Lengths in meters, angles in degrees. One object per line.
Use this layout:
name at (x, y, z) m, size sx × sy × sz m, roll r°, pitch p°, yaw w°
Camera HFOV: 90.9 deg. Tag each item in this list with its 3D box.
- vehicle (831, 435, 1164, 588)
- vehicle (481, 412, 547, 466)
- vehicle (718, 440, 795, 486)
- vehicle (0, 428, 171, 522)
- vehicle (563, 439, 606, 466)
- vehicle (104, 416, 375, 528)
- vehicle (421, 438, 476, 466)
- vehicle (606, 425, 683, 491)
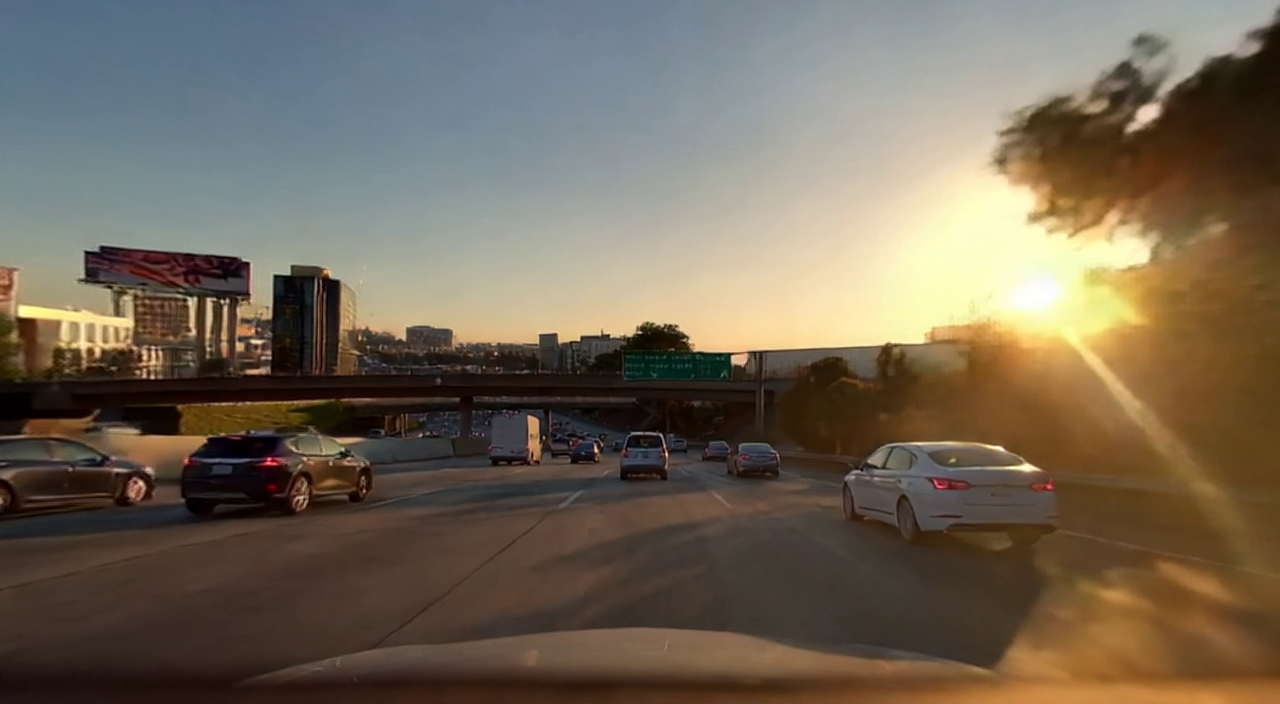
vehicle at (4.280, 1.912, 8.644) m, size 1.915 × 1.482 × 4.537 m, roll 1°, pitch -8°, yaw 0°
vehicle at (-7.168, 5.082, 36.876) m, size 2.358 × 2.817 × 7.055 m, roll 1°, pitch -8°, yaw 0°
vehicle at (4.193, 4.047, 23.481) m, size 1.942 × 1.487 × 4.518 m, roll 1°, pitch -8°, yaw -1°
vehicle at (-10.834, 2.034, 10.835) m, size 1.970 × 1.441 × 4.555 m, roll 1°, pitch -8°, yaw 1°
vehicle at (-3.240, 5.993, 37.912) m, size 2.079 × 1.499 × 4.512 m, roll 1°, pitch -8°, yaw 1°
vehicle at (-6.949, 2.103, 11.703) m, size 2.021 × 1.632 × 4.417 m, roll 1°, pitch -8°, yaw 1°
vehicle at (-10.977, 5.707, 36.399) m, size 1.923 × 1.480 × 3.905 m, roll 1°, pitch -8°, yaw 1°
vehicle at (0.162, 3.385, 20.656) m, size 2.209 × 1.863 × 4.626 m, roll 1°, pitch -8°, yaw 1°
